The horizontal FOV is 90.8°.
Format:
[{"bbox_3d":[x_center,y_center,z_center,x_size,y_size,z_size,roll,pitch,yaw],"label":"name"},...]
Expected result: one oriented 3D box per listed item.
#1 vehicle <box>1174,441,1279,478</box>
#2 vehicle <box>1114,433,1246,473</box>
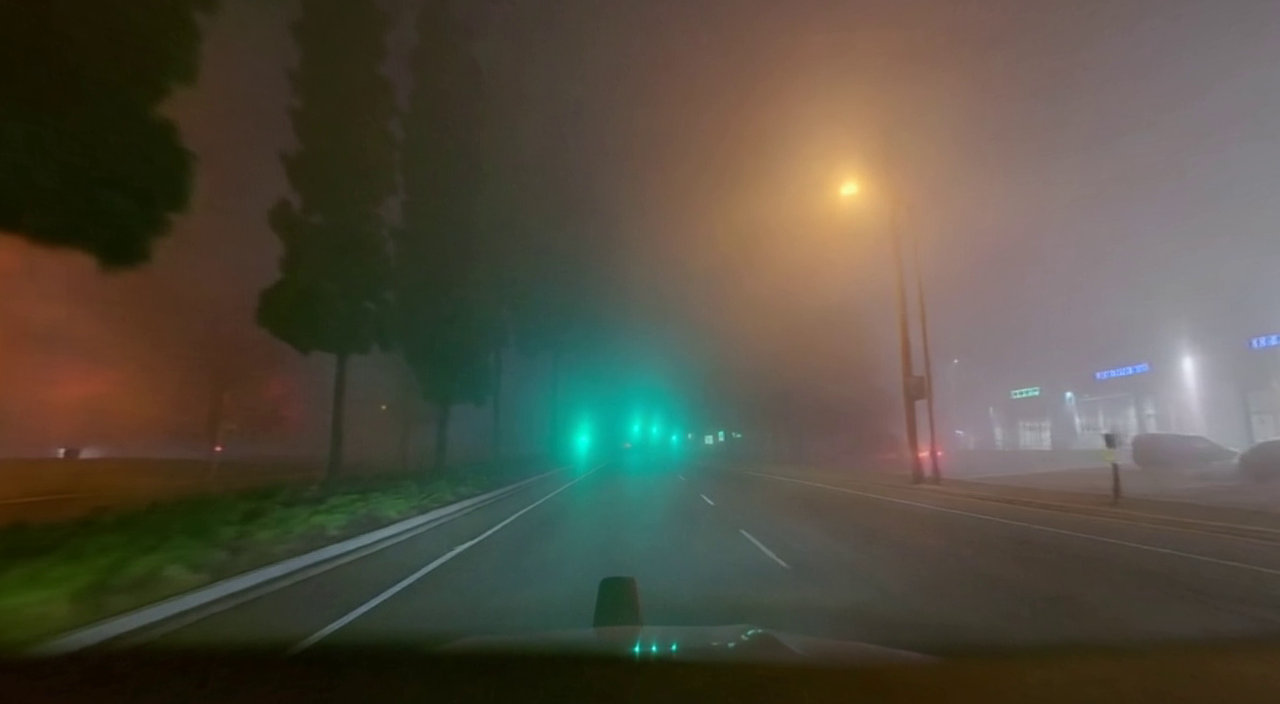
[{"bbox_3d":[30.550,5.500,32.459,4.305,1.794,1.994,0,-8,0],"label":"vehicle"},{"bbox_3d":[30.056,5.644,35.288,5.244,1.992,2.226,-1,-9,-2],"label":"vehicle"}]
